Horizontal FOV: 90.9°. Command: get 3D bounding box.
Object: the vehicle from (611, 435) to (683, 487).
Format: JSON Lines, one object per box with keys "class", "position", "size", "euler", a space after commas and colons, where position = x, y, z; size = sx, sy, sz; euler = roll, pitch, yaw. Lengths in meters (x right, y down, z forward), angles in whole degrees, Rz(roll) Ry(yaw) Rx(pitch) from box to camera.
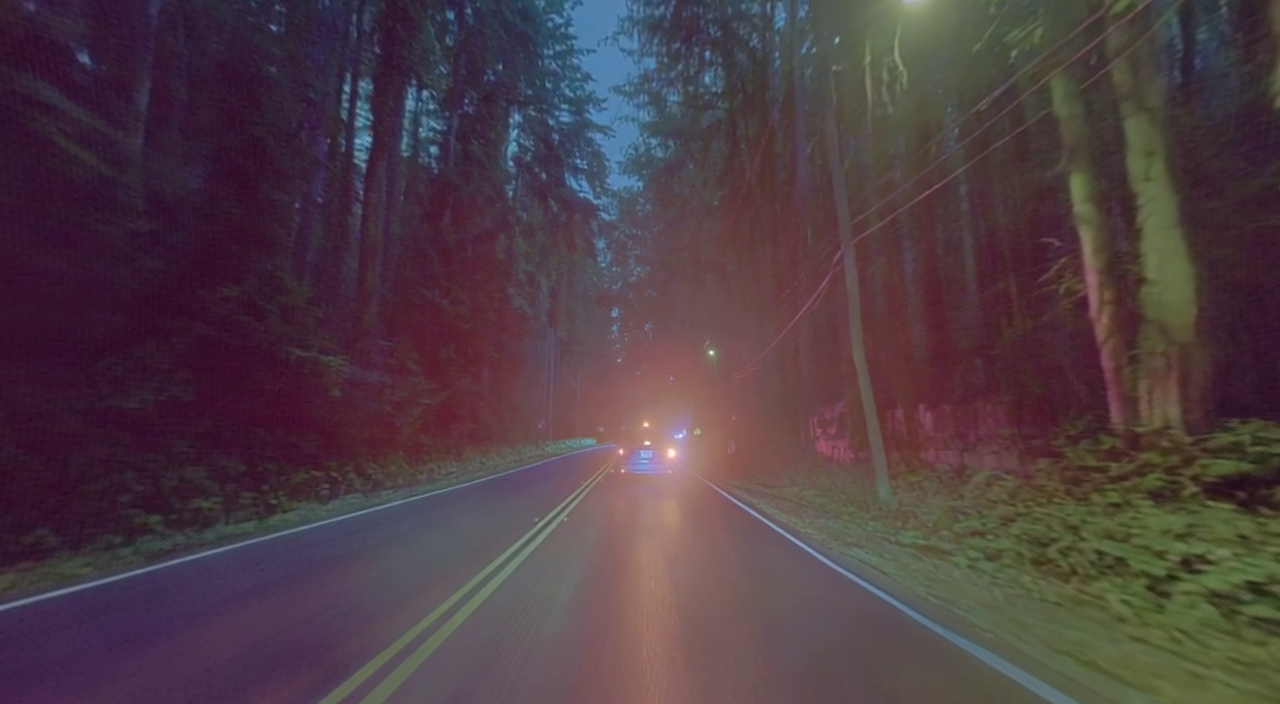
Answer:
{"class": "vehicle", "position": [0.178, 3.429, 20.132], "size": [2.081, 1.503, 3.726], "euler": [0, -8, -1]}
